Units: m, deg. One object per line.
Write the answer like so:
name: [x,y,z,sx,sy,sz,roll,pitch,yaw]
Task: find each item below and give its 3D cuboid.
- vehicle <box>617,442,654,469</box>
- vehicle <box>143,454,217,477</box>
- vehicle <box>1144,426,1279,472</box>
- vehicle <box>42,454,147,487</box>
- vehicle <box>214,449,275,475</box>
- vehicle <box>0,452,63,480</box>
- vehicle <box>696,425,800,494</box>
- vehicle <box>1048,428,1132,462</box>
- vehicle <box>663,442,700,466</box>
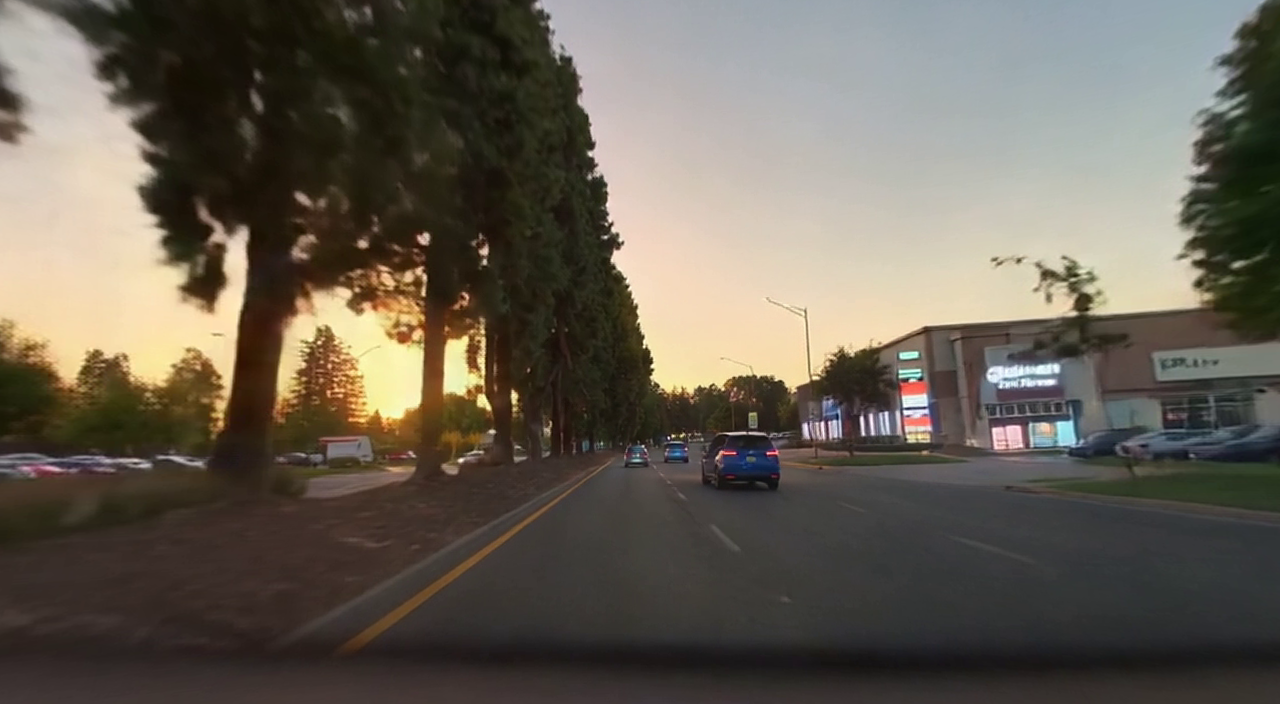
vehicle: [-0.292,5.980,36.792,2.056,1.440,3.798,0,-8,-1]
vehicle: [-32.000,7.859,44.133,1.924,1.430,4.367,0,-8,-1]
vehicle: [20.173,3.272,21.449,4.380,1.444,1.924,-1,-8,0]
vehicle: [-28.227,6.130,32.884,1.956,1.476,3.991,-1,-8,-2]
vehicle: [-28.514,7.892,45.684,1.897,1.704,4.153,0,-8,-5]
vehicle: [-43.064,7.818,43.339,1.966,1.759,5.491,0,-8,-4]
vehicle: [3.130,3.234,19.402,2.140,1.811,4.593,0,-8,-3]
vehicle: [25.166,5.221,35.513,1.788,1.741,4.278,-1,-8,4]
vehicle: [2.546,6.420,39.810,1.970,1.402,3.756,0,-8,-2]
